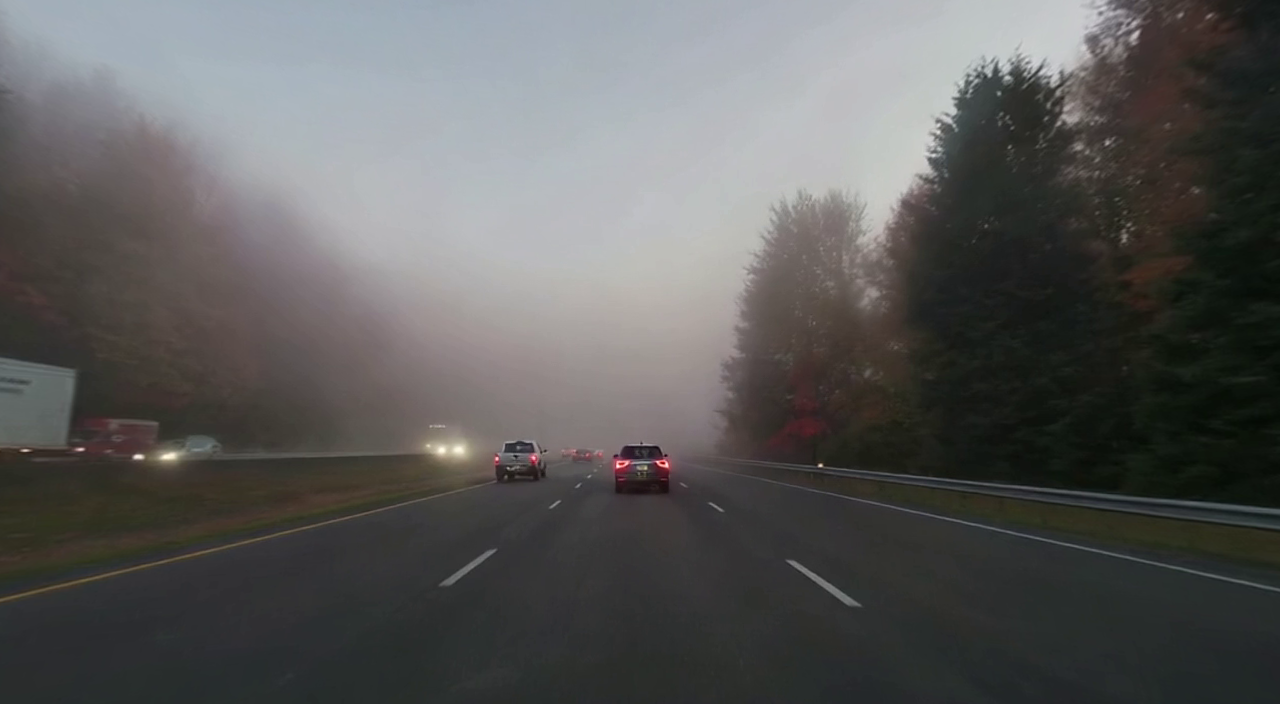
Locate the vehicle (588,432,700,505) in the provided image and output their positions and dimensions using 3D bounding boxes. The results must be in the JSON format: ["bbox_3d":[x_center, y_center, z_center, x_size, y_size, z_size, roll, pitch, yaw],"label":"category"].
[{"bbox_3d":[0.058,3.050,16.775,2.634,1.679,4.070,0,-9,-1],"label":"vehicle"}]

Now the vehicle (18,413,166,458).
[{"bbox_3d":[-22.459,3.496,25.982,2.106,1.702,4.413,0,-9,0],"label":"vehicle"}]

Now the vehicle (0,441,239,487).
[{"bbox_3d":[-22.561,4.566,26.125,2.781,1.486,14.211,0,-9,-1],"label":"vehicle"}]

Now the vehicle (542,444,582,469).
[{"bbox_3d":[-5.038,6.821,41.054,2.173,1.561,4.130,0,-9,-1],"label":"vehicle"}]

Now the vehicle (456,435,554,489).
[{"bbox_3d":[-4.547,3.792,21.855,2.545,1.679,4.267,0,-9,-1],"label":"vehicle"}]
